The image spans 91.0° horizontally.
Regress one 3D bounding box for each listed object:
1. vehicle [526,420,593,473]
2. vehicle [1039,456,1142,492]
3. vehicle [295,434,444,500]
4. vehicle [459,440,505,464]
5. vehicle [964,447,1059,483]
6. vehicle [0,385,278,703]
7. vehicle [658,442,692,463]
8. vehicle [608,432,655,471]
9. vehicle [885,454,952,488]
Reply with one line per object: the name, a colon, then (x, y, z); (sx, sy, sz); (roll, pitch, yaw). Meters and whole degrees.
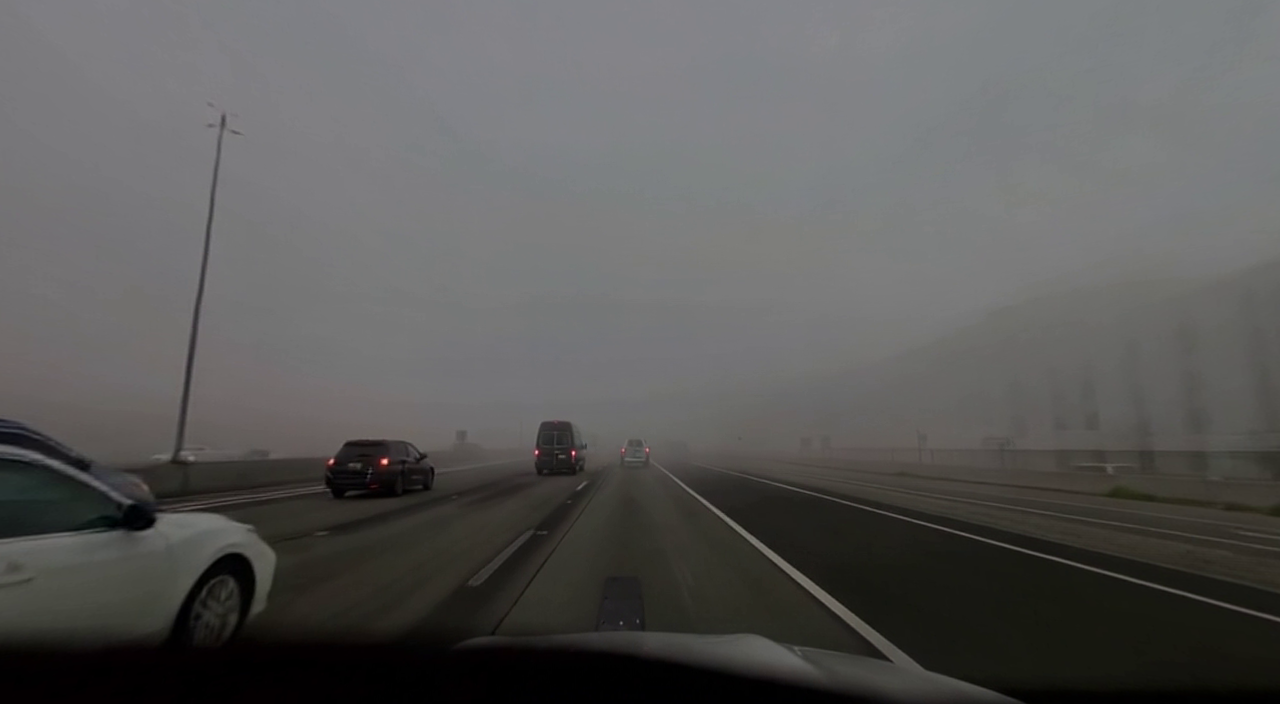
vehicle: (-3.749, 4.592, 30.620); (2.504, 2.276, 5.933); (0, -9, 0)
vehicle: (21.061, 5.686, 29.629); (1.789, 1.531, 3.983); (0, -9, -2)
vehicle: (-6.933, 2.988, 16.794); (1.959, 1.493, 4.575); (0, -9, 0)
vehicle: (-10.912, 6.957, 43.835); (2.014, 1.549, 4.957); (0, -9, -1)
vehicle: (20.985, 6.378, 35.909); (2.083, 1.873, 5.209); (0, -9, -1)
vehicle: (-3.287, 0.808, 1.797); (1.963, 1.507, 4.172); (0, -9, 1)
vehicle: (2.557, 7.512, 47.072); (2.127, 1.513, 4.501); (0, -9, -2)
vehicle: (-0.429, 5.015, 31.694); (2.207, 1.807, 4.199); (0, -9, 0)
vehicle: (14.142, 6.037, 32.168); (1.810, 1.391, 3.473); (4, -8, 0)
